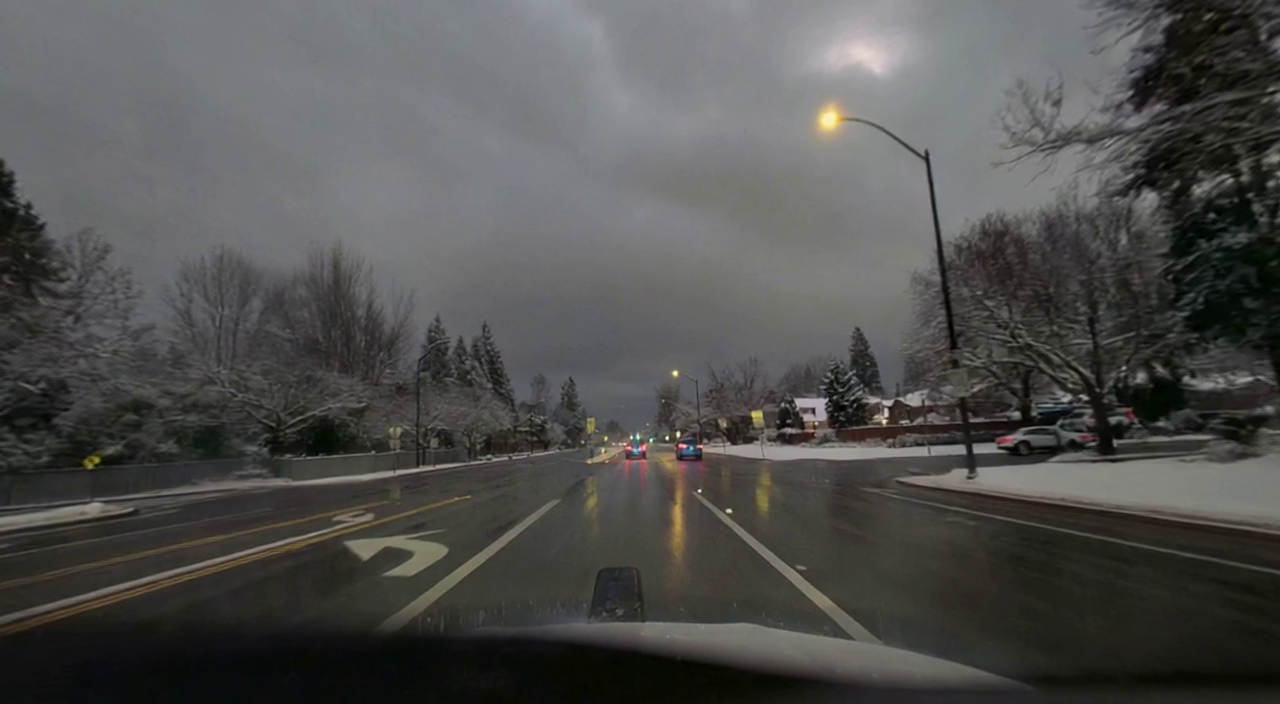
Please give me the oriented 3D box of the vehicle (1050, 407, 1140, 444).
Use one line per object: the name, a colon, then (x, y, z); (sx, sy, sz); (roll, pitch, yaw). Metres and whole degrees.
vehicle: (31.140, 4.978, 43.471); (2.072, 2.012, 5.323); (-5, -2, -1)
